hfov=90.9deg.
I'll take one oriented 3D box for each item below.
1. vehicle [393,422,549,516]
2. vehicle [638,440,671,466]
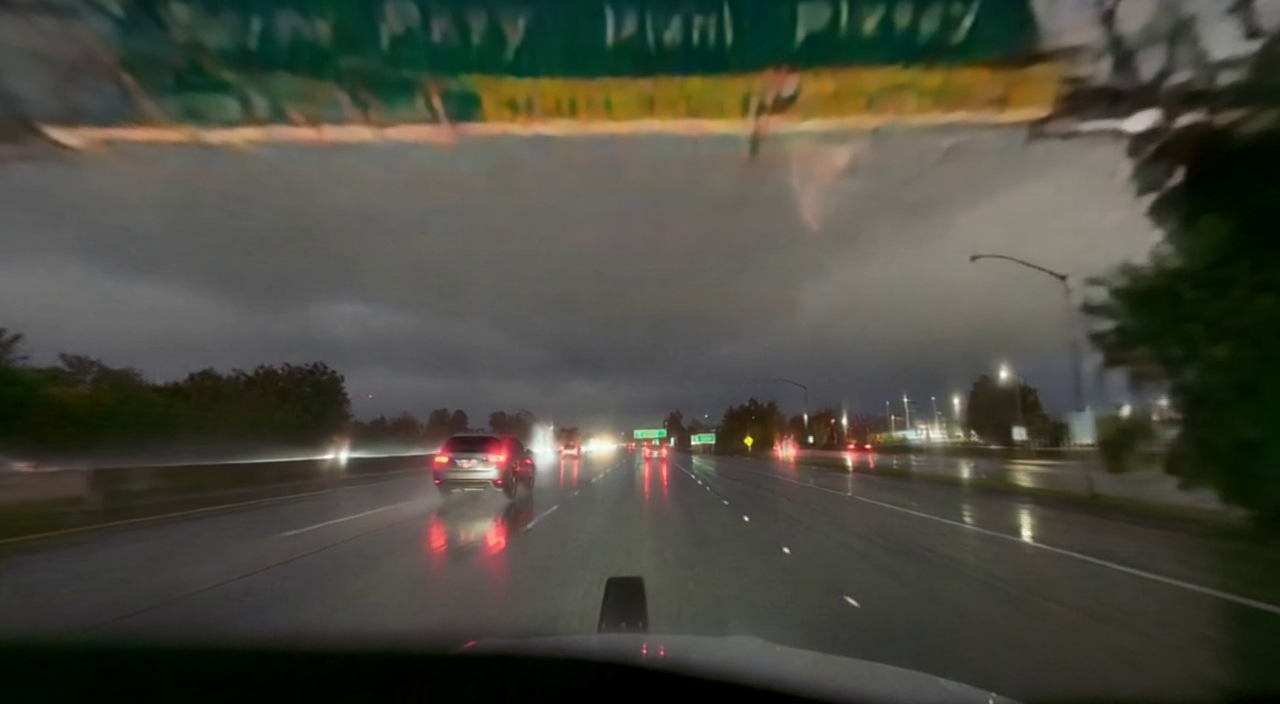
[{"bbox_3d":[-3.536,2.566,14.285,2.214,1.759,4.435,-1,-9,1],"label":"vehicle"},{"bbox_3d":[0.924,6.620,41.487,2.023,1.589,4.030,0,-9,0],"label":"vehicle"}]
